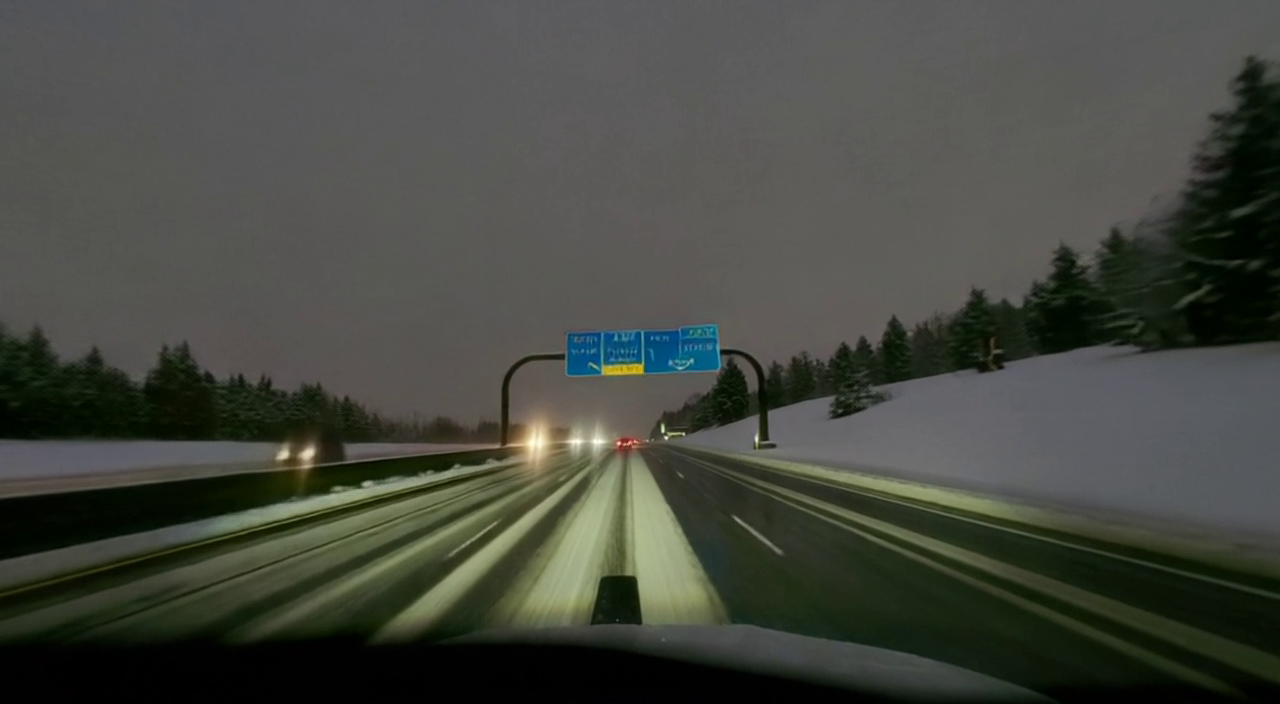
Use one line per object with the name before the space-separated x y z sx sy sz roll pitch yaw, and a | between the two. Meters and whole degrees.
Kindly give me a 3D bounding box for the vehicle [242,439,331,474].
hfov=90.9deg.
vehicle | -17.468 5.162 31.436 2.024 1.571 4.254 0 -8 -1
